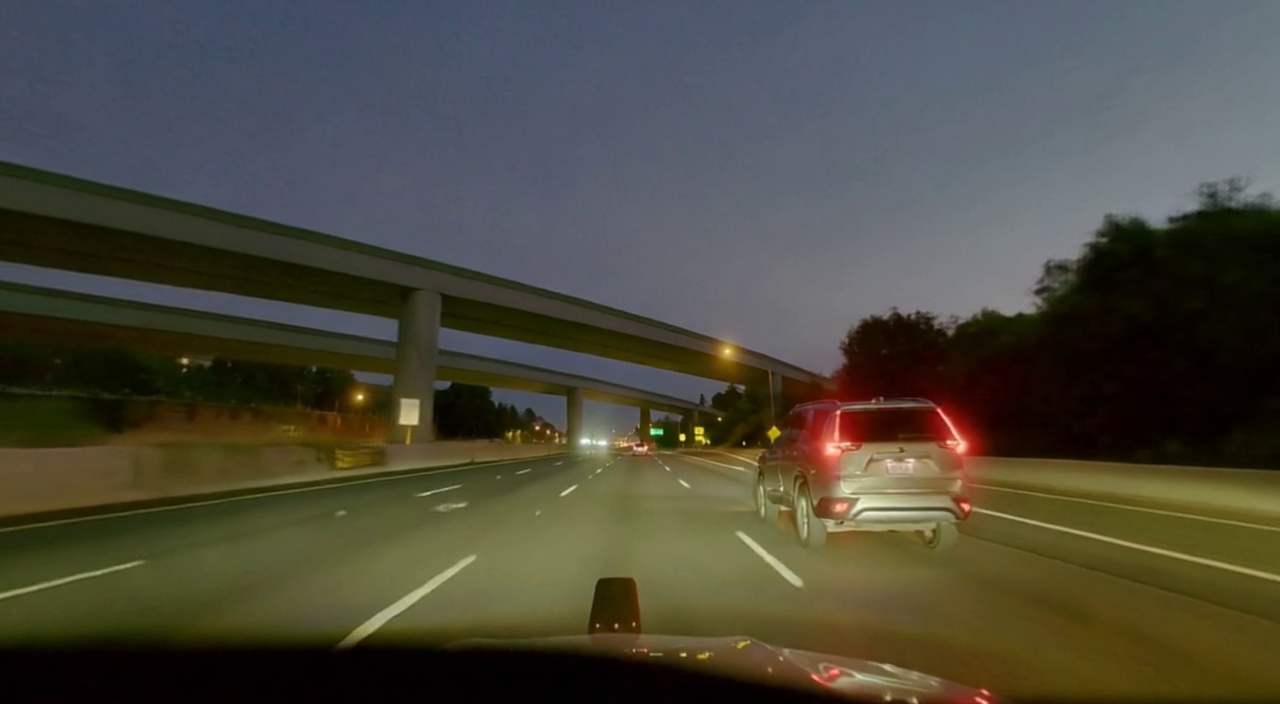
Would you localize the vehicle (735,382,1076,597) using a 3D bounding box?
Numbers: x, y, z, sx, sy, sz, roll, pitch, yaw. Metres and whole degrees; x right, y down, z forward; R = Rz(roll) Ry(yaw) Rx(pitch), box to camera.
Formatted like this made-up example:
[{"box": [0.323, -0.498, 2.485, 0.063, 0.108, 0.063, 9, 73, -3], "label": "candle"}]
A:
[{"box": [2.770, 1.597, 8.230, 2.155, 1.918, 4.945, 0, -9, -2], "label": "vehicle"}]
